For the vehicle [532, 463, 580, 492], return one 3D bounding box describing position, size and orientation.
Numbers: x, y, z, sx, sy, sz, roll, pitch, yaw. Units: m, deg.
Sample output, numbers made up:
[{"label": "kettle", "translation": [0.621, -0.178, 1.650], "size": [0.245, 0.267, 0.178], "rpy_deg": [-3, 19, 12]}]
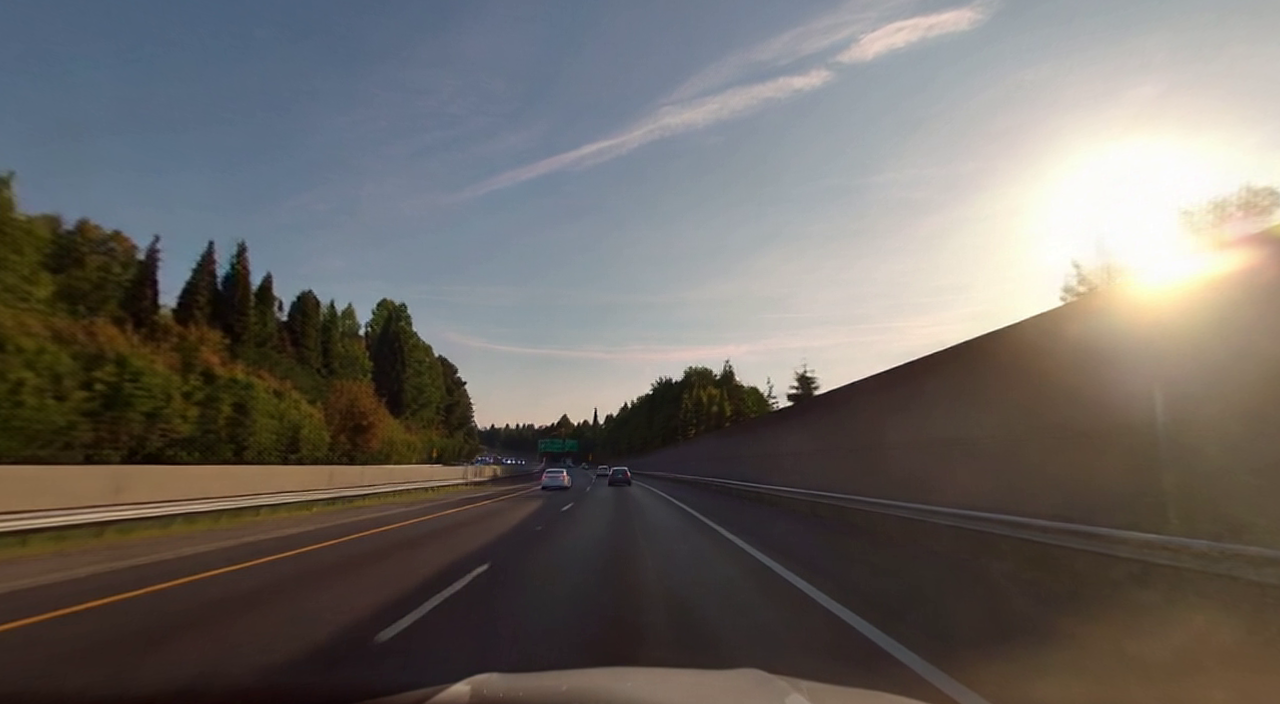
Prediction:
[{"label": "vehicle", "translation": [-4.797, 7.296, 36.659], "size": [2.310, 1.521, 4.731], "rpy_deg": [1, -11, -3]}]
